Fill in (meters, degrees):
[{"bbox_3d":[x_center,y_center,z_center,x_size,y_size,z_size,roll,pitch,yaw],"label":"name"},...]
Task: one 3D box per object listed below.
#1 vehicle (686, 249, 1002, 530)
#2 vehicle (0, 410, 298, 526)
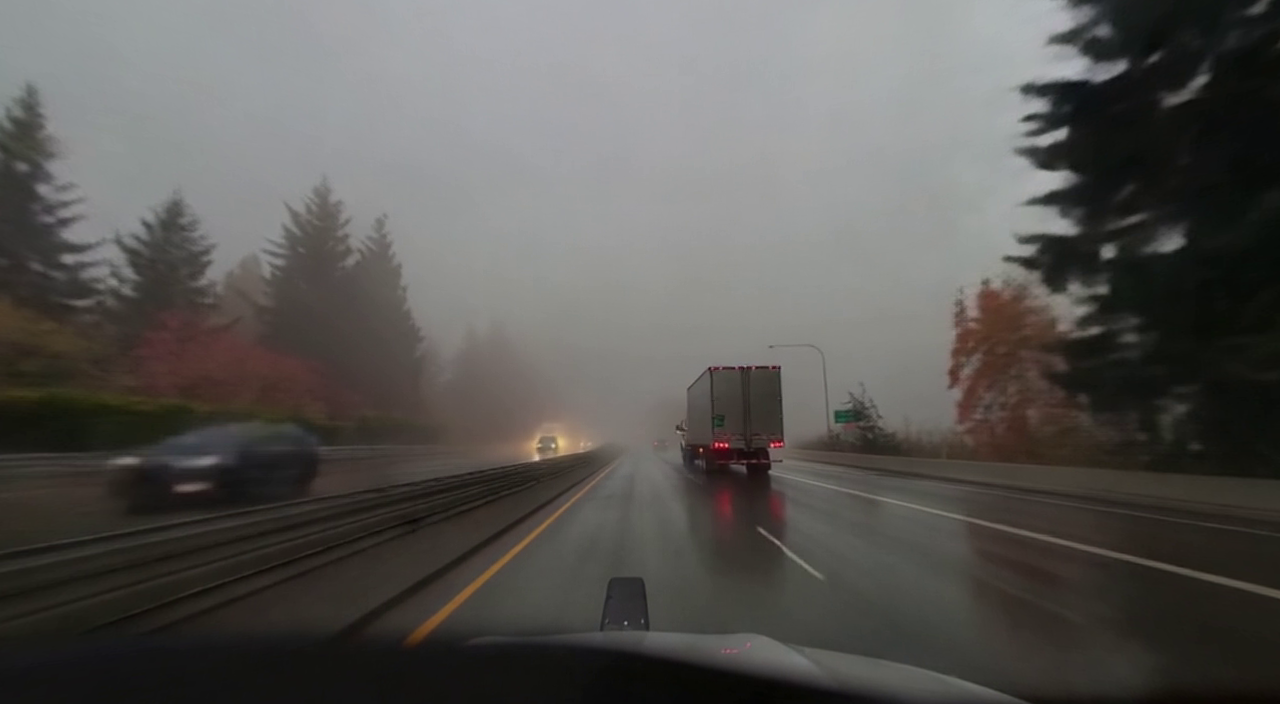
[{"bbox_3d":[3.570,1.508,16.572,3.691,4.331,13.909,0,-8,0],"label":"vehicle"},{"bbox_3d":[-8.207,1.894,10.799,1.986,1.541,4.670,0,-8,1],"label":"vehicle"}]
